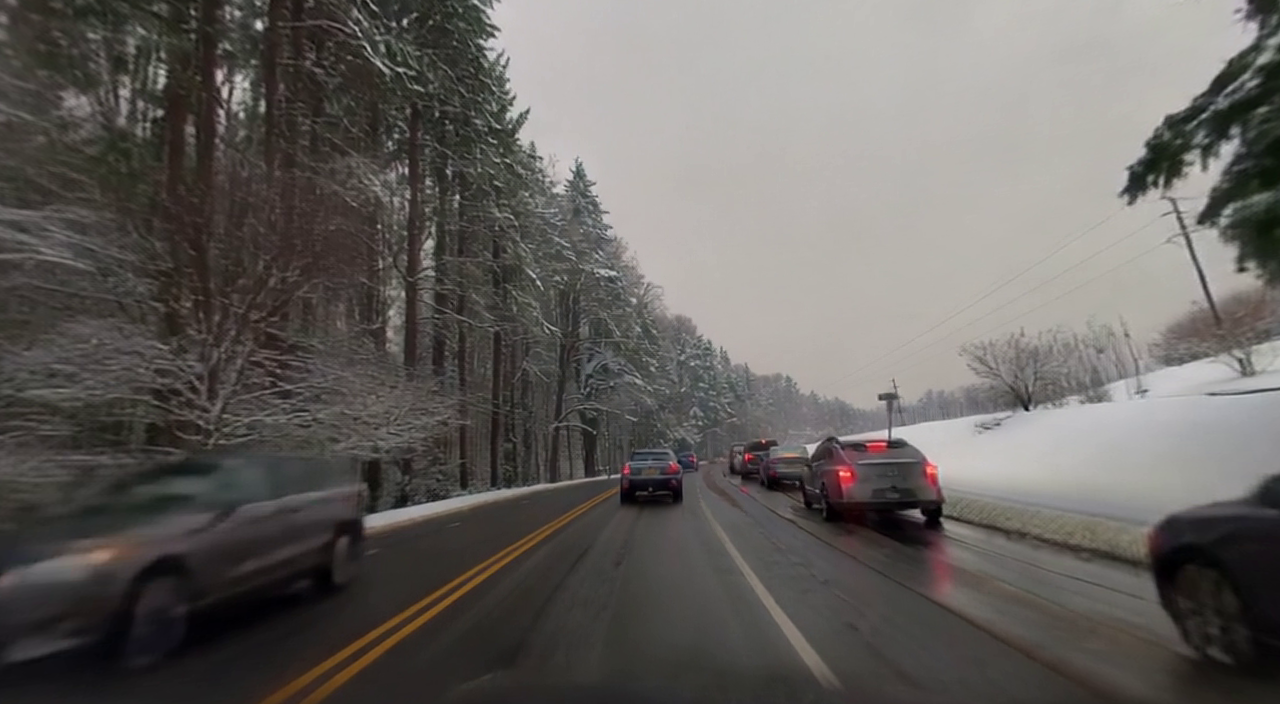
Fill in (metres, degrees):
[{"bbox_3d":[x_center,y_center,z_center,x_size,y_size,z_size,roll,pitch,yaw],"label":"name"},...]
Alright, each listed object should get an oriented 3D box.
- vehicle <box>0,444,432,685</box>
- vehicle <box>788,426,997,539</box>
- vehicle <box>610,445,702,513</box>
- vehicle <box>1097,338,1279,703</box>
[{"bbox_3d":[-3.923,1.642,6.217,2.087,1.449,4.575,0,-8,1],"label":"vehicle"},{"bbox_3d":[4.242,2.249,11.585,1.957,1.629,4.609,0,-8,0],"label":"vehicle"},{"bbox_3d":[0.438,3.196,16.450,2.078,1.521,4.058,-1,-8,2],"label":"vehicle"},{"bbox_3d":[4.095,0.650,1.866,1.968,1.783,4.826,-1,-8,2],"label":"vehicle"}]
